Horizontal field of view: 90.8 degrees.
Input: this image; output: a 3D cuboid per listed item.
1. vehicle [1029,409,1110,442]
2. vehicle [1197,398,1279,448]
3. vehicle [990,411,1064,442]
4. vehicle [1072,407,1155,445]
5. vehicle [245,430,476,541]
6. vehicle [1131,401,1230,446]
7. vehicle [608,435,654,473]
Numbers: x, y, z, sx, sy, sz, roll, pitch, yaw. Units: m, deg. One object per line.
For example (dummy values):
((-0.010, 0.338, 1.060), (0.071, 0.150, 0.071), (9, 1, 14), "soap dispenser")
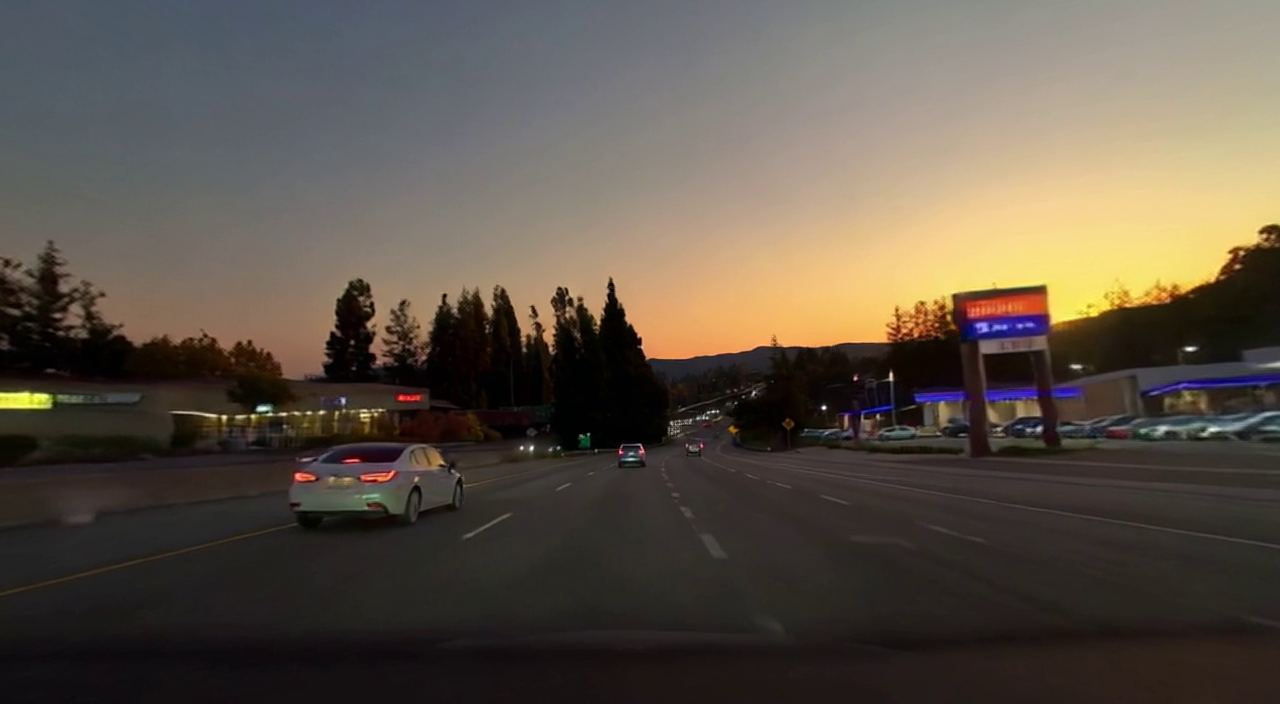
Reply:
((23.376, 4.033, 34.325), (4.425, 1.677, 2.003), (6, -9, -33), "vehicle")
((23.357, 2.791, 24.224), (4.419, 1.749, 2.055), (6, -11, -38), "vehicle")
((22.705, 4.426, 37.041), (4.353, 1.698, 2.034), (6, -10, -35), "vehicle")
((22.944, 3.633, 30.537), (4.338, 1.725, 2.016), (6, -11, -38), "vehicle")
((-4.400, 2.161, 10.922), (1.907, 1.483, 4.562), (0, -9, 0), "vehicle")
((23.164, 3.111, 27.027), (4.472, 1.735, 2.074), (6, -9, -35), "vehicle")
((-0.390, 5.343, 33.338), (2.155, 1.856, 4.796), (-1, -9, 2), "vehicle")
